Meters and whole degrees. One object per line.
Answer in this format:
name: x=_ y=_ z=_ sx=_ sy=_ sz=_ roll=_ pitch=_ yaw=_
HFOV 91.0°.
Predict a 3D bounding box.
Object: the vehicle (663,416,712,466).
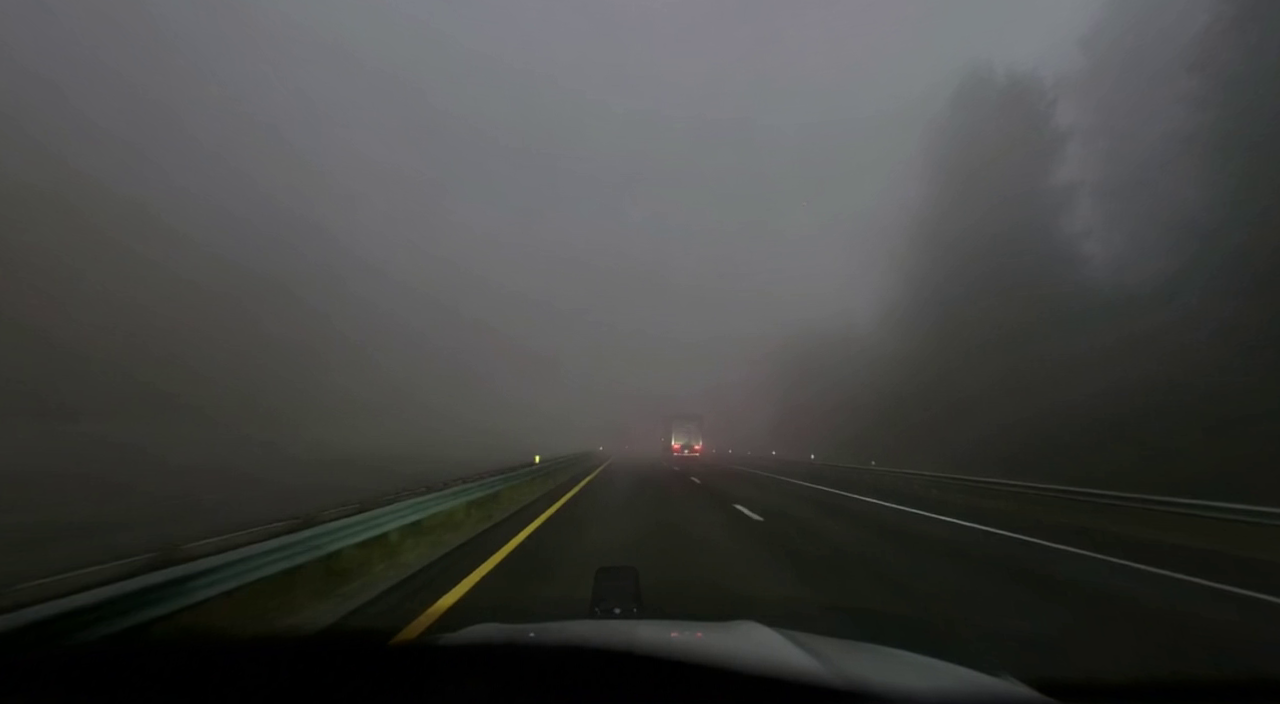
vehicle: x=3.194 y=6.231 z=44.299 sx=2.702 sy=3.193 sz=7.196 roll=0 pitch=-8 yaw=-1
